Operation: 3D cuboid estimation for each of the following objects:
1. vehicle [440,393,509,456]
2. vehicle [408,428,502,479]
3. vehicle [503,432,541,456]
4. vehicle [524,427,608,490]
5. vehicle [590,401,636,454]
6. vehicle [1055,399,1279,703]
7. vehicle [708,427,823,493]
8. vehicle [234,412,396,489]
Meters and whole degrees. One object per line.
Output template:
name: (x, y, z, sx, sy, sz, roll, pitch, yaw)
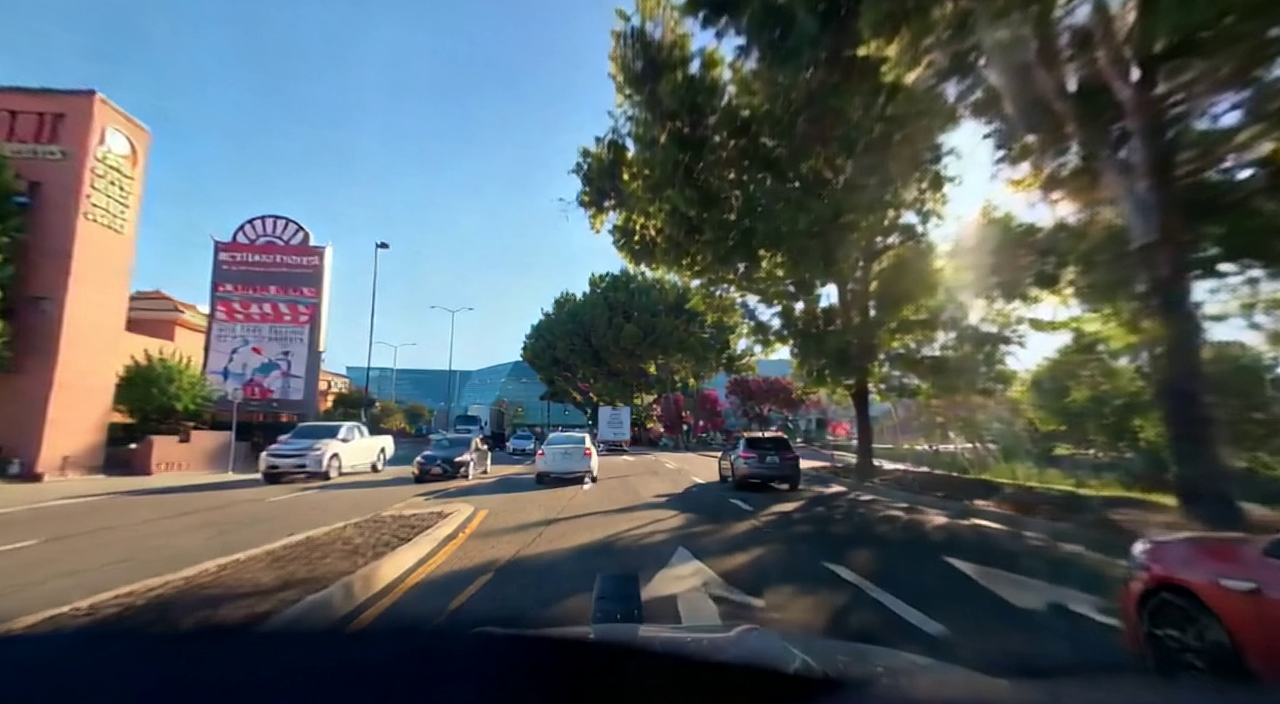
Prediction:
vehicle: (-11.163, 5.098, 43.647, 2.986, 3.821, 10.059, 1, -7, -6)
vehicle: (-6.125, 3.386, 21.416, 2.026, 1.520, 4.475, 0, -7, -3)
vehicle: (-7.695, 5.990, 41.287, 1.964, 1.428, 4.481, 1, -7, -5)
vehicle: (-1.945, 2.780, 16.842, 1.991, 1.472, 3.518, 1, -7, -6)
vehicle: (-2.080, 5.469, 45.430, 2.917, 3.482, 6.946, 1, -7, -6)
vehicle: (3.183, 0.707, 0.748, 2.081, 1.434, 4.833, 0, -7, 0)
vehicle: (3.079, 2.708, 16.326, 1.889, 1.480, 3.876, 1, -7, -5)
vehicle: (-9.387, 2.882, 18.890, 2.165, 1.966, 5.251, 0, -7, -1)
